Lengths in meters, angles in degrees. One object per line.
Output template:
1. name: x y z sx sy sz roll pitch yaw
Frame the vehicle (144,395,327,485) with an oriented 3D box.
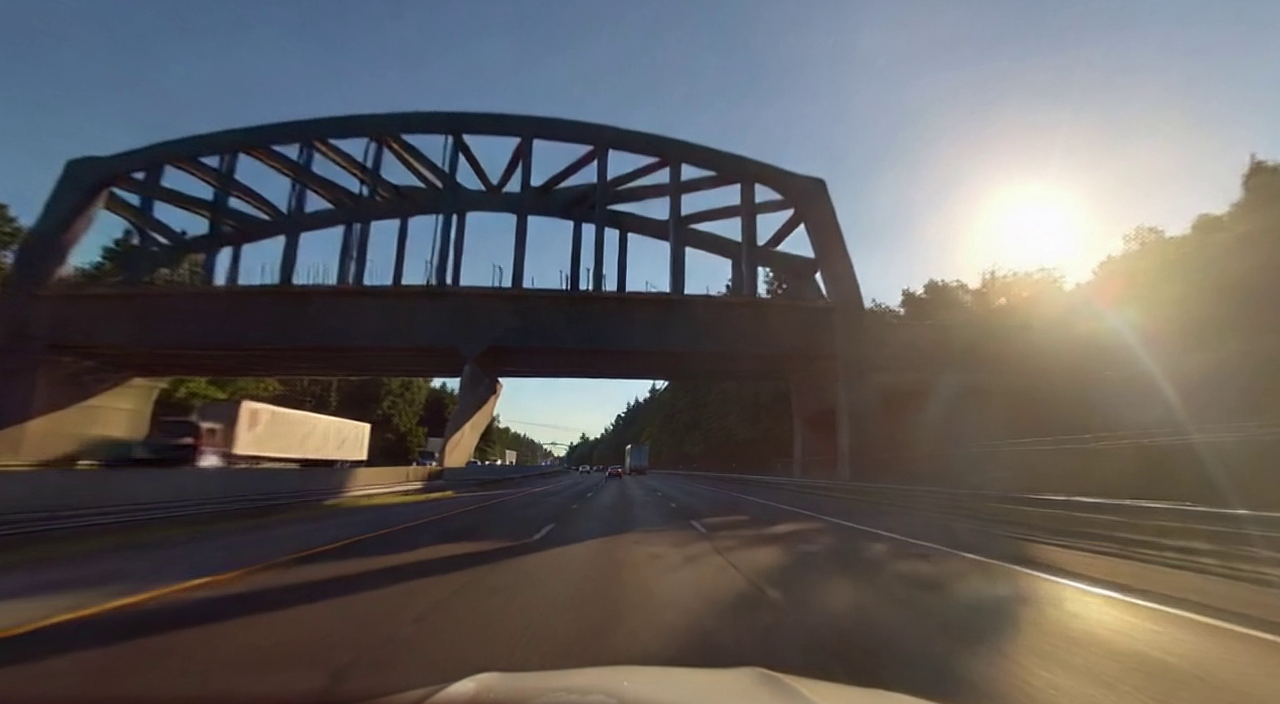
1. vehicle: -20.565 4.843 33.196 2.999 3.993 10.054 1 -11 -1

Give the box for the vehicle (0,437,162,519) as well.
1. vehicle: -12.902 2.619 13.261 1.965 1.509 4.731 1 -10 -1

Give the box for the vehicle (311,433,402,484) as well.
1. vehicle: -16.569 6.349 37.366 2.232 2.669 6.947 1 -10 -1

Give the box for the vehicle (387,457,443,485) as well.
1. vehicle: -12.810 6.835 36.176 1.816 1.455 3.883 1 -10 -1
